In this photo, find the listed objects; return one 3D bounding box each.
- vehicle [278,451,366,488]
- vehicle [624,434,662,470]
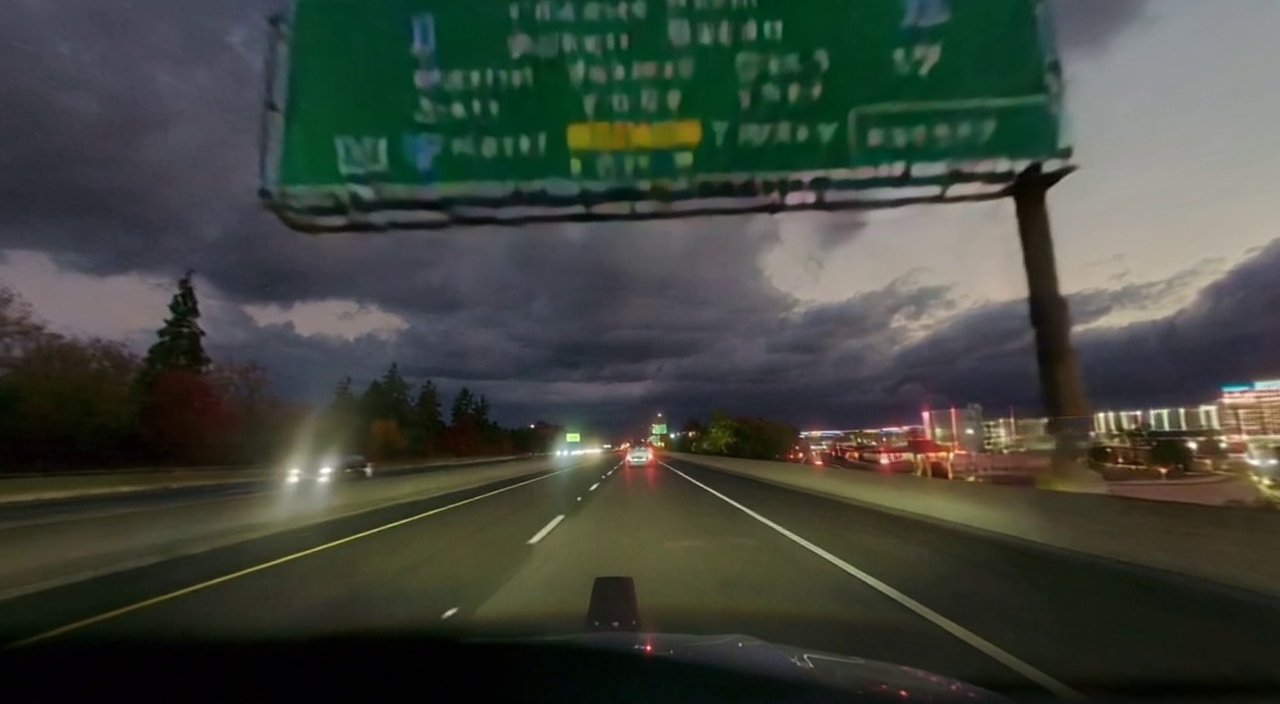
[{"bbox_3d":[-16.077,5.929,32.018,2.003,1.679,4.579,-1,-9,1],"label":"vehicle"},{"bbox_3d":[0.213,6.507,40.819,2.268,2.122,4.595,-1,-9,1],"label":"vehicle"}]
